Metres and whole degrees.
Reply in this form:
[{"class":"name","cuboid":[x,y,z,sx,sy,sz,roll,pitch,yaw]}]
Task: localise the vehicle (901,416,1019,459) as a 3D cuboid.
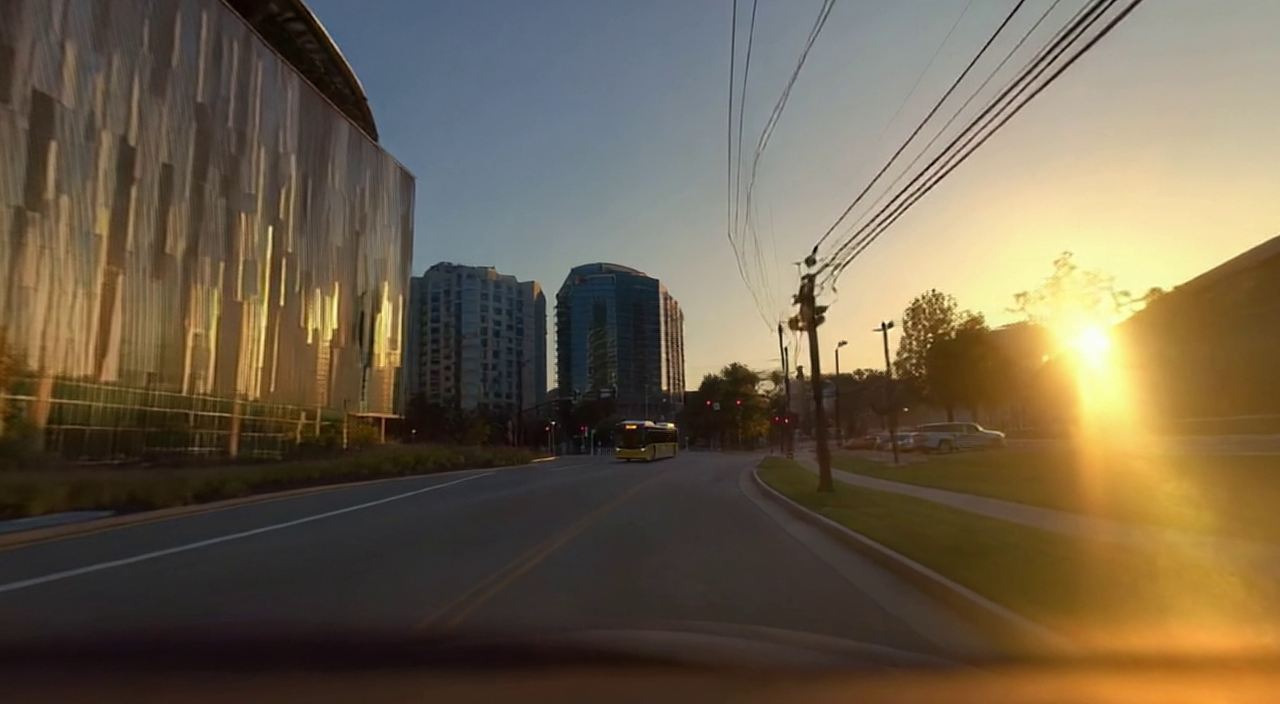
[{"class":"vehicle","cuboid":[15.875,4.312,31.510,4.647,1.951,2.304,-2,-10,9]}]
